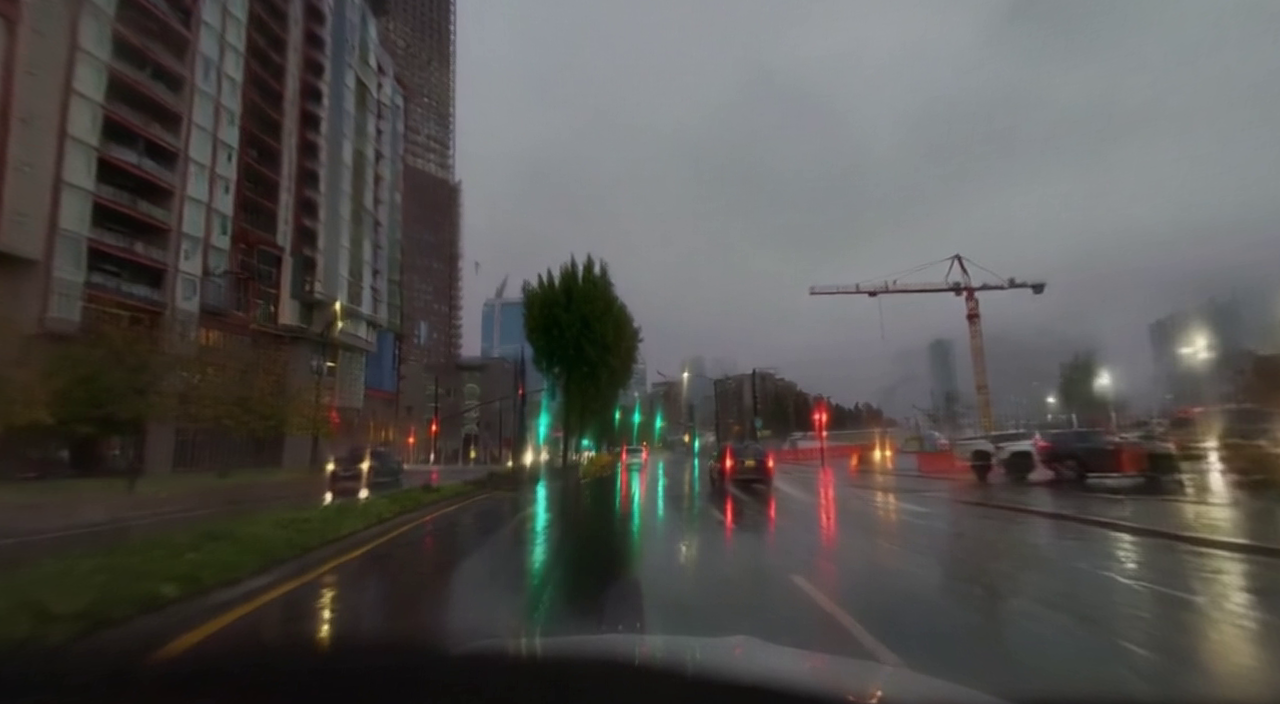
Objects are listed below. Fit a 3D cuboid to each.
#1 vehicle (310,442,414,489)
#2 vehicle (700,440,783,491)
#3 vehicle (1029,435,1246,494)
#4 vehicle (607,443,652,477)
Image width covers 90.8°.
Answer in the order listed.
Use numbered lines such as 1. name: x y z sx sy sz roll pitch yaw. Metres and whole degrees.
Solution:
1. vehicle: -10.759 4.412 24.874 1.973 1.646 4.427 -1 -9 2
2. vehicle: 3.202 3.663 20.705 1.910 1.474 4.003 0 -9 -2
3. vehicle: 13.423 3.056 17.276 4.256 1.469 1.869 -1 -9 2
4. vehicle: -0.494 5.068 29.783 2.006 1.487 3.535 0 -9 -1
